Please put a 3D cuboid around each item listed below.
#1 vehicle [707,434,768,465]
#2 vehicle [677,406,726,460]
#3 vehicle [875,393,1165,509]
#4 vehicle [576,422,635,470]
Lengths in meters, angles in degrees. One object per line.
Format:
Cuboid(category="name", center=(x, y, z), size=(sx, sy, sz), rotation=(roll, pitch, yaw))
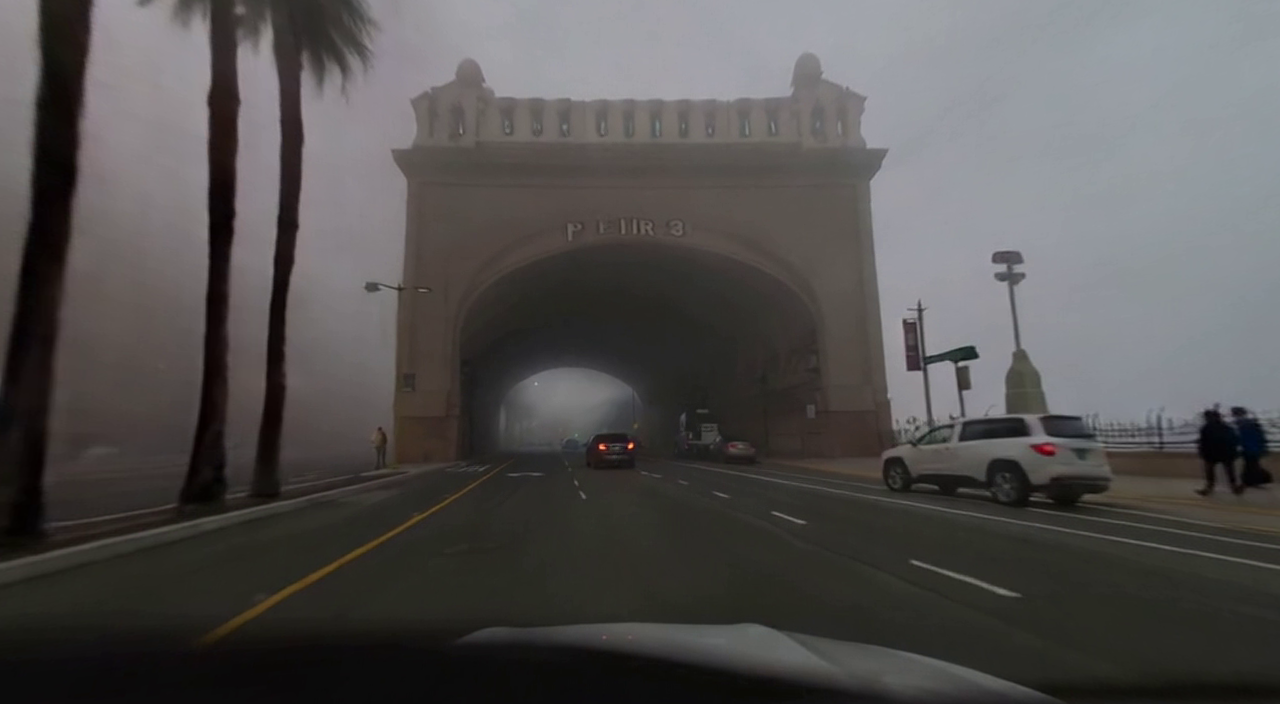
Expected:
Cuboid(category="vehicle", center=(5.083, 5.174, 33.577), size=(2.015, 1.486, 4.501), rotation=(1, -8, -7))
Cuboid(category="vehicle", center=(4.102, 5.477, 42.734), size=(2.821, 3.470, 3.590), rotation=(0, -8, -1))
Cuboid(category="vehicle", center=(7.878, 2.175, 14.167), size=(2.417, 2.030, 5.711), rotation=(1, -8, -7))
Cuboid(category="vehicle", center=(-1.779, 4.426, 29.817), size=(2.284, 2.010, 6.670), rotation=(1, -8, -7))
